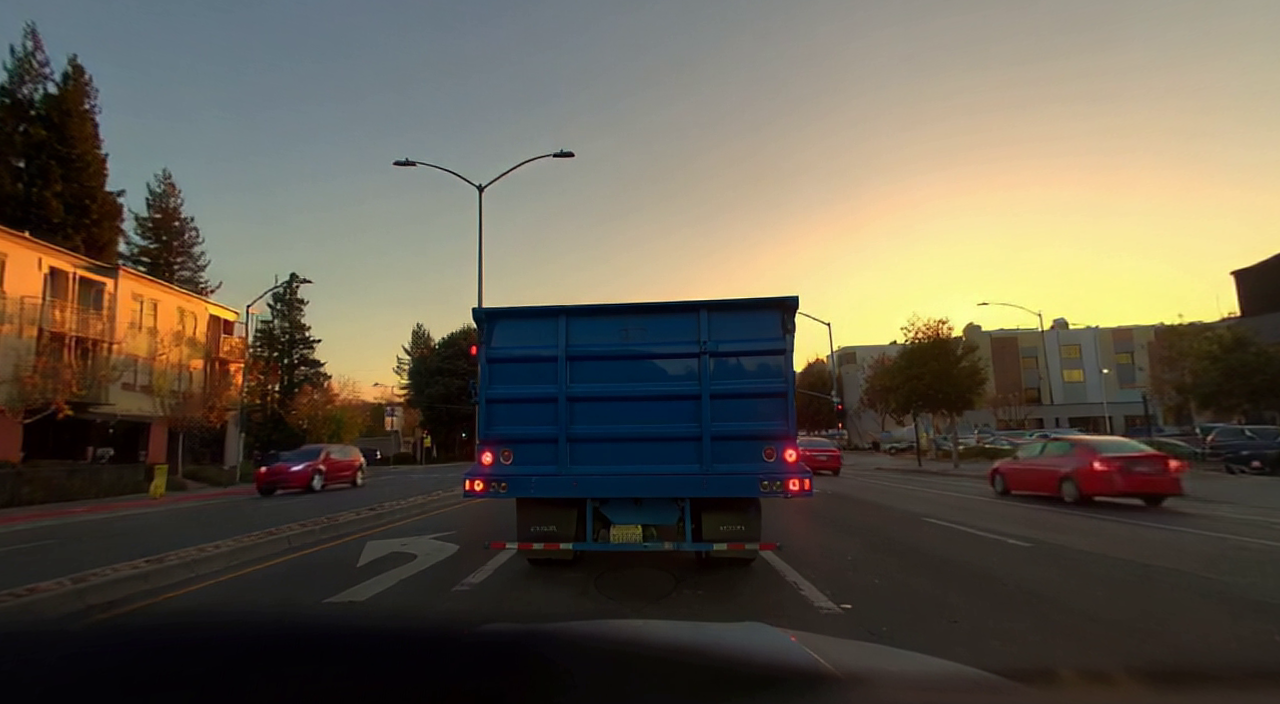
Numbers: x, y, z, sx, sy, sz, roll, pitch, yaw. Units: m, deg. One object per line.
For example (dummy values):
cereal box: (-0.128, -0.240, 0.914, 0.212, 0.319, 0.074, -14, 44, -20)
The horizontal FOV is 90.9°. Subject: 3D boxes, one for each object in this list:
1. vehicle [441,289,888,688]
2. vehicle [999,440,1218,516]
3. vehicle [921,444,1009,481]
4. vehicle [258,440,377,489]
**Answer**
vehicle: (0.287, 1.303, 7.374, 2.650, 2.391, 7.008, -1, -8, 3)
vehicle: (10.350, 2.776, 14.427, 1.907, 1.465, 4.077, -1, -8, 1)
vehicle: (14.169, 4.804, 27.761, 1.777, 1.488, 4.081, -1, -8, 1)
vehicle: (-14.325, 5.004, 28.580, 2.218, 1.926, 5.753, -1, -8, 2)
